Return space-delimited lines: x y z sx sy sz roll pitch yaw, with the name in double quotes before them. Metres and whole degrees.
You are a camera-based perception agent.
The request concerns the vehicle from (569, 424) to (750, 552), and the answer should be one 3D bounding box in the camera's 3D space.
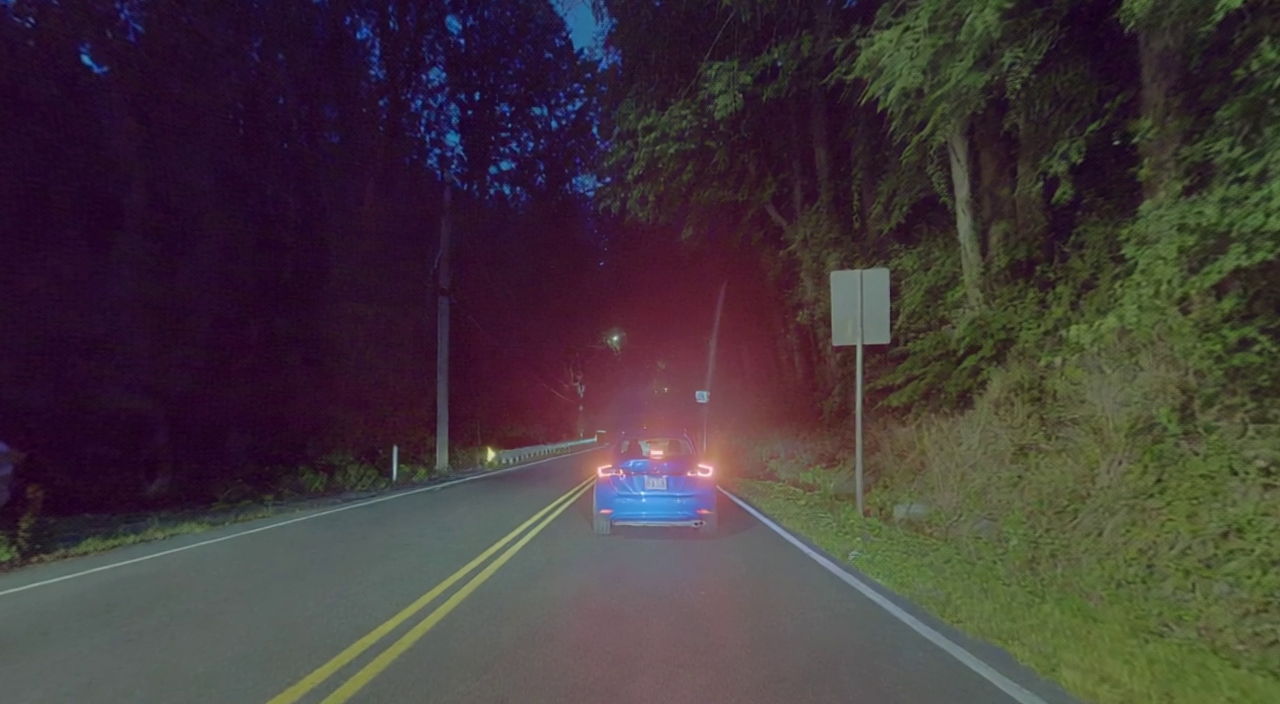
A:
"vehicle" 0.265 1.936 9.575 2.187 1.533 3.726 0 -8 1
